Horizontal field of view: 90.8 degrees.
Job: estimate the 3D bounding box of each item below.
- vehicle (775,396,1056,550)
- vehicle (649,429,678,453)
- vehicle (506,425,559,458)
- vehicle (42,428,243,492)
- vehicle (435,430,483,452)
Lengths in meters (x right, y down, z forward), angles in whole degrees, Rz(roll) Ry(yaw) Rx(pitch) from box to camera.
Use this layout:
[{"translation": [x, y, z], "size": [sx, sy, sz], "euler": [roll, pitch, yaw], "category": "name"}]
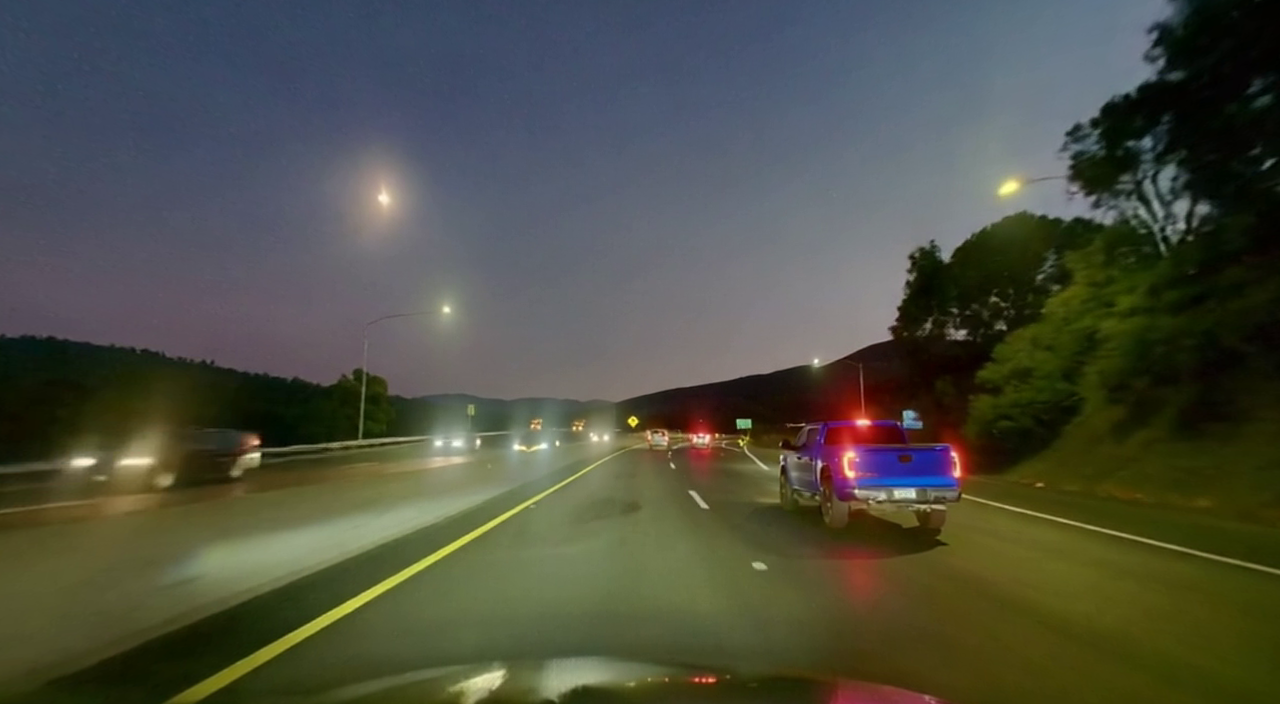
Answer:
[{"translation": [3.641, 1.708, 9.603], "size": [2.151, 1.744, 4.709], "euler": [0, -8, 0], "category": "vehicle"}, {"translation": [1.833, 6.910, 49.263], "size": [2.186, 1.782, 4.100], "euler": [0, -8, 3], "category": "vehicle"}, {"translation": [-6.194, 5.252, 37.061], "size": [2.104, 1.790, 4.792], "euler": [0, -8, 2], "category": "vehicle"}, {"translation": [-13.704, 2.967, 17.912], "size": [1.890, 1.538, 4.795], "euler": [-1, -8, -1], "category": "vehicle"}, {"translation": [-12.787, 6.316, 44.923], "size": [1.952, 1.469, 4.769], "euler": [0, -8, 1], "category": "vehicle"}]
